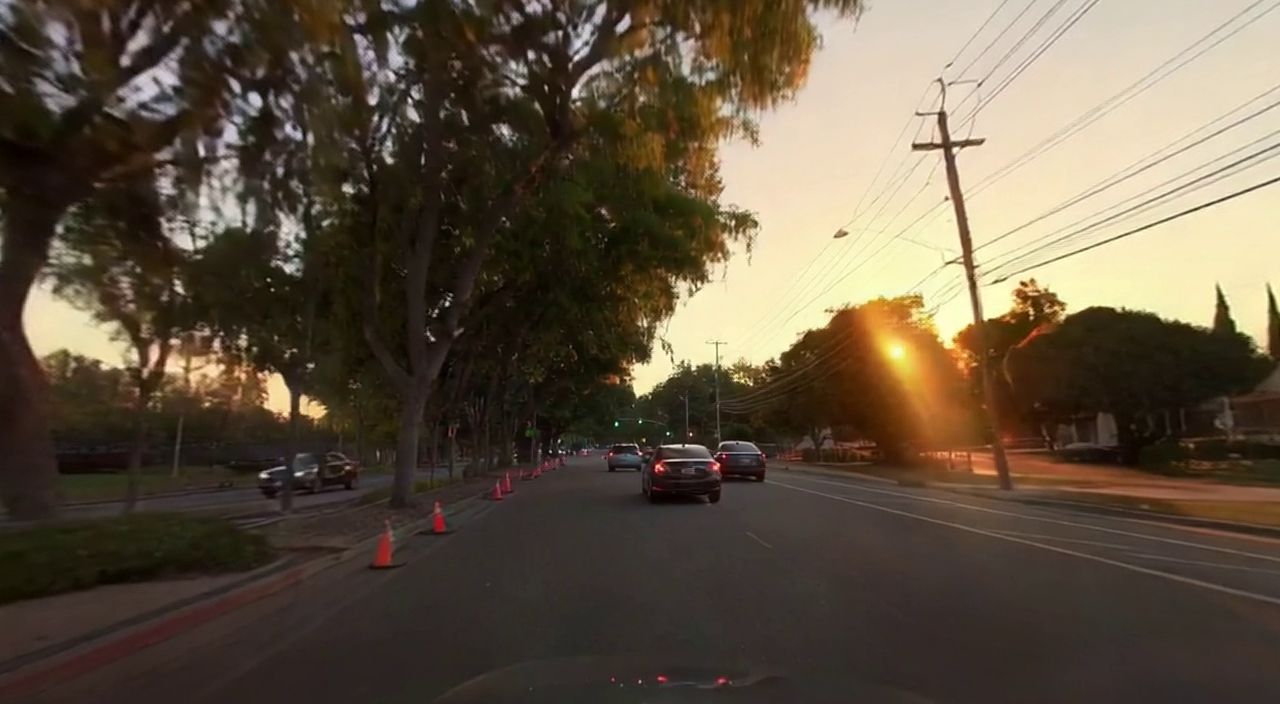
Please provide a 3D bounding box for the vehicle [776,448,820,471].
[{"bbox_3d":[11.871,8.098,47.663,1.966,1.485,4.497,-5,-9,-2],"label":"vehicle"}]

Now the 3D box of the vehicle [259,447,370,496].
[{"bbox_3d":[-12.503,4.574,24.660,1.971,1.712,4.400,-1,-8,0],"label":"vehicle"}]

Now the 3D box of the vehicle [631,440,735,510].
[{"bbox_3d":[0.883,2.967,15.835,1.977,1.460,4.565,0,-8,-4],"label":"vehicle"}]

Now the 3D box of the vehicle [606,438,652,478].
[{"bbox_3d":[-0.467,5.048,30.229,2.050,1.745,3.915,-1,-8,0],"label":"vehicle"}]

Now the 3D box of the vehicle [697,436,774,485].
[{"bbox_3d":[3.676,4.270,25.221,2.116,1.726,4.672,0,-8,-3],"label":"vehicle"}]
